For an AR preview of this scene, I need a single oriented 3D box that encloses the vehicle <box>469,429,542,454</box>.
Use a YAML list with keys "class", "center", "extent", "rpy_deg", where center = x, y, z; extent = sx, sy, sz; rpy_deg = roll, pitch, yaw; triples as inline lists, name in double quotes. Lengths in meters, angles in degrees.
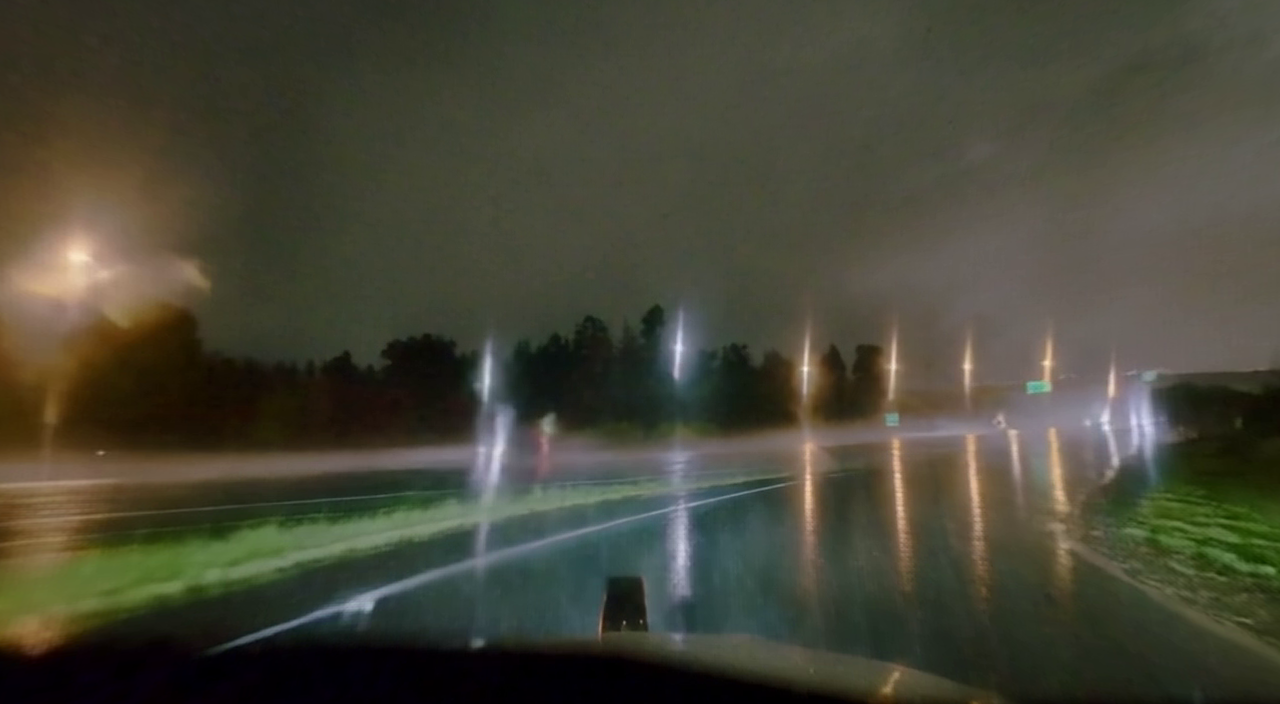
- class: "vehicle"
  center: [-9.035, 6.083, 42.677]
  extent: [4.433, 1.597, 1.922]
  rpy_deg: [7, -11, -42]
